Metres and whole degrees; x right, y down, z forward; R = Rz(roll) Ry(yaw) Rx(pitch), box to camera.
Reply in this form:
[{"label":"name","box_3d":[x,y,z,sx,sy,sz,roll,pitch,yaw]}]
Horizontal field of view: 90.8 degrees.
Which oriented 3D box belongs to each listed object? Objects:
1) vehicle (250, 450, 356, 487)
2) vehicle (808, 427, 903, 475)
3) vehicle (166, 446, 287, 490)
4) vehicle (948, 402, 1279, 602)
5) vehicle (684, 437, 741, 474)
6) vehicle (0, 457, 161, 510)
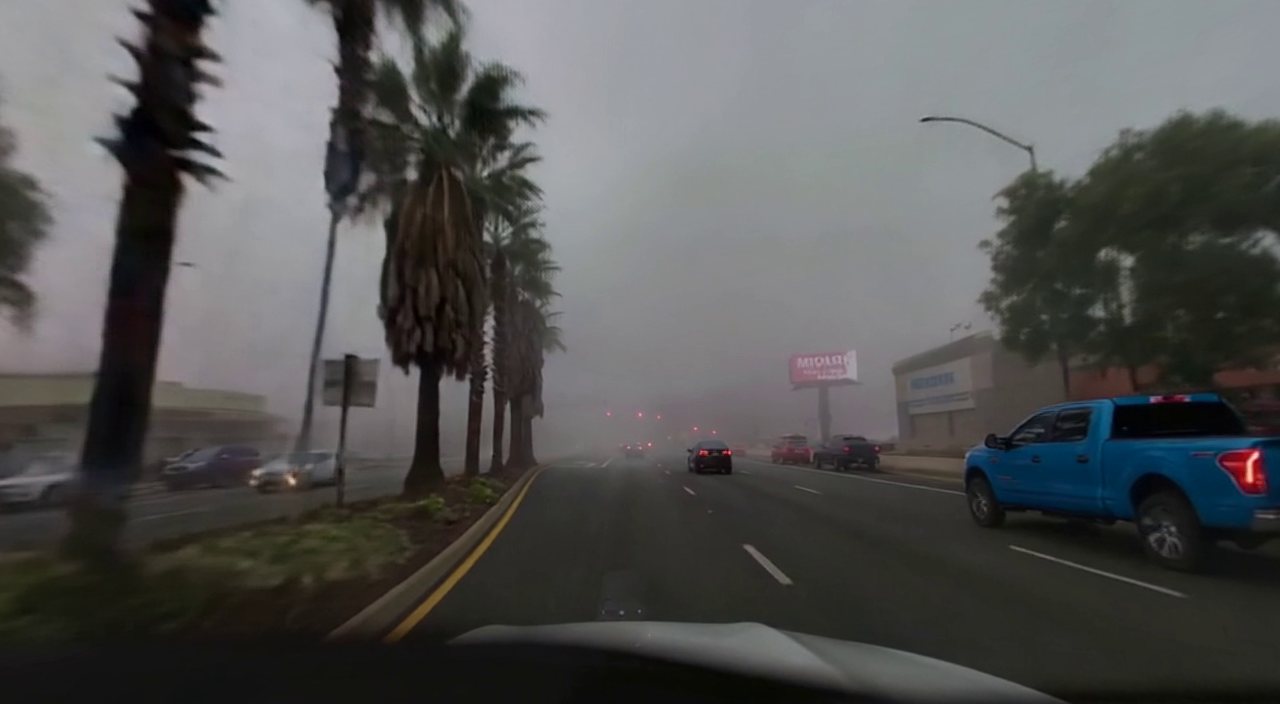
[{"label":"vehicle","box_3d":[-15.458,5.334,29.366,2.174,1.509,4.958,0,-9,0]},{"label":"vehicle","box_3d":[10.332,4.820,30.944,2.417,2.061,5.980,0,-9,-1]},{"label":"vehicle","box_3d":[-19.005,5.299,29.428,2.066,1.825,5.291,0,-9,0]},{"label":"vehicle","box_3d":[6.238,1.610,7.775,2.140,1.606,5.437,0,-9,0]},{"label":"vehicle","box_3d":[3.176,4.631,28.428,1.889,1.541,4.303,0,-9,-2]},{"label":"vehicle","box_3d":[-19.318,4.396,21.626,1.871,1.519,5.002,0,-9,1]}]
